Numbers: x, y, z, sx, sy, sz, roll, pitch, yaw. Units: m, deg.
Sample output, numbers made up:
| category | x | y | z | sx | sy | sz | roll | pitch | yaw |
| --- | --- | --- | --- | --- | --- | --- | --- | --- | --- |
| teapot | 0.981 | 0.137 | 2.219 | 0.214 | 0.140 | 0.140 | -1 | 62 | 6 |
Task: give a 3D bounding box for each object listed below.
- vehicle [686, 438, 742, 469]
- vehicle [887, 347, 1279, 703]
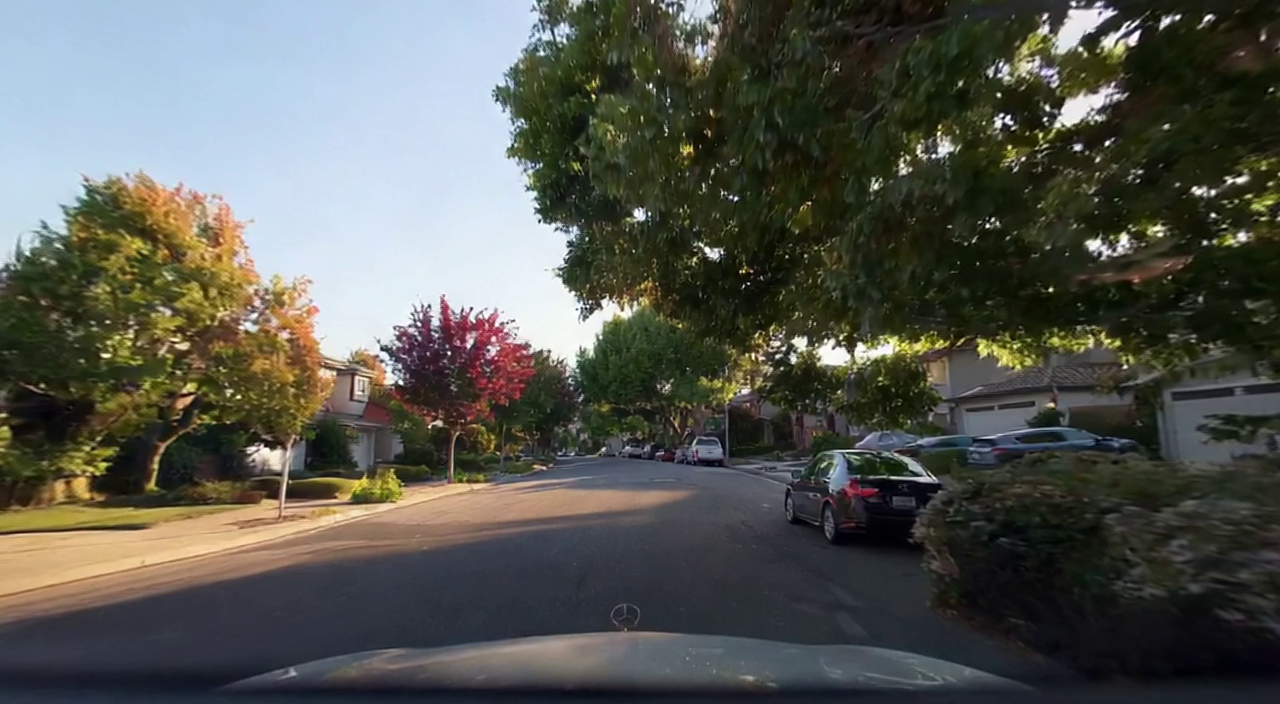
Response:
| category | x | y | z | sx | sy | sz | roll | pitch | yaw |
| --- | --- | --- | --- | --- | --- | --- | --- | --- | --- |
| vehicle | 4.932 | 6.877 | 43.130 | 2.715 | 1.900 | 6.163 | 1 | -8 | -3 |
| vehicle | 3.788 | 1.211 | 4.522 | 2.161 | 1.854 | 5.289 | -1 | -9 | 3 |
